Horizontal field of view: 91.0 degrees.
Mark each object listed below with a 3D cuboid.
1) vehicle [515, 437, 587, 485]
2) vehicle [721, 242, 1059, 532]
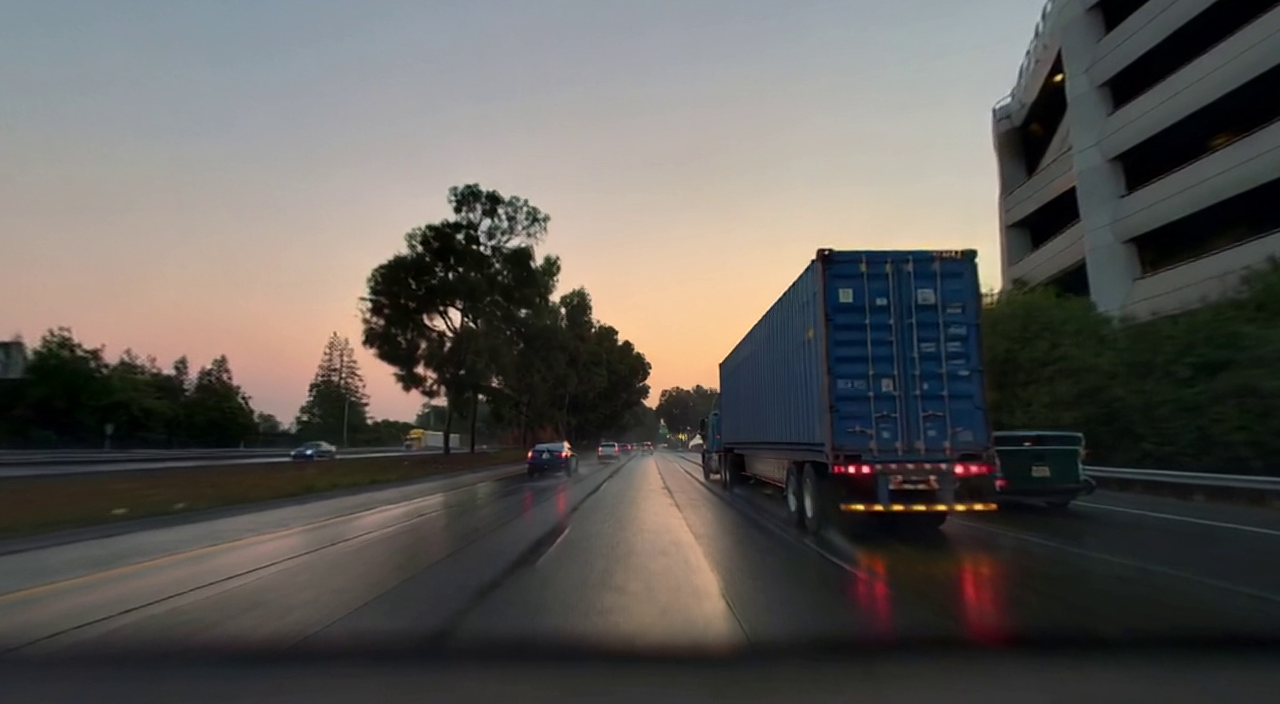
[{"bbox_3d":[-3.073,3.848,22.467,1.954,1.528,4.010,0,-9,0],"label":"vehicle"},{"bbox_3d":[4.209,1.420,15.371,2.893,3.992,13.605,0,-9,1],"label":"vehicle"}]
